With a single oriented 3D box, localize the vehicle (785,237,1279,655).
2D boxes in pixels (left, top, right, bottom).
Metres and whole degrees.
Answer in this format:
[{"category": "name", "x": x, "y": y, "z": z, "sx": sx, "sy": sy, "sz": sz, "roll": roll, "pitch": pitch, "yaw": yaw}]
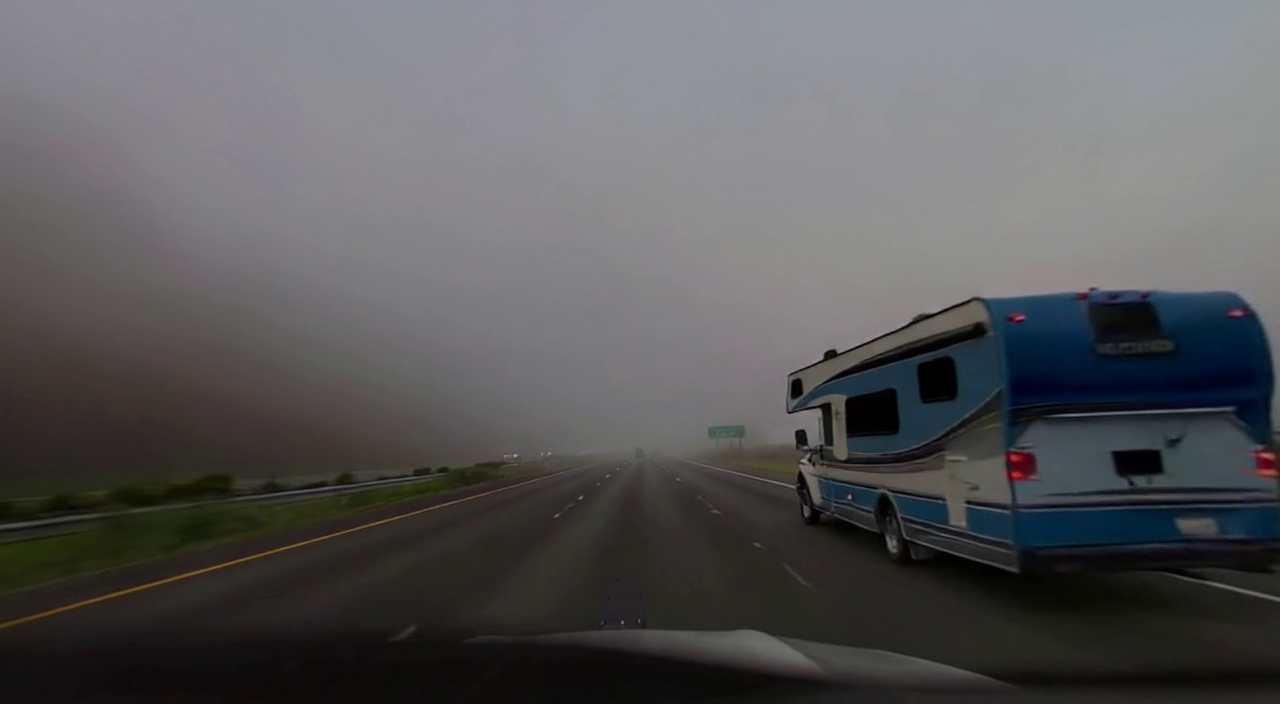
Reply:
[{"category": "vehicle", "x": 3.768, "y": 1.043, "z": 7.339, "sx": 2.556, "sy": 2.763, "sz": 6.287, "roll": 0, "pitch": -9, "yaw": -1}]
